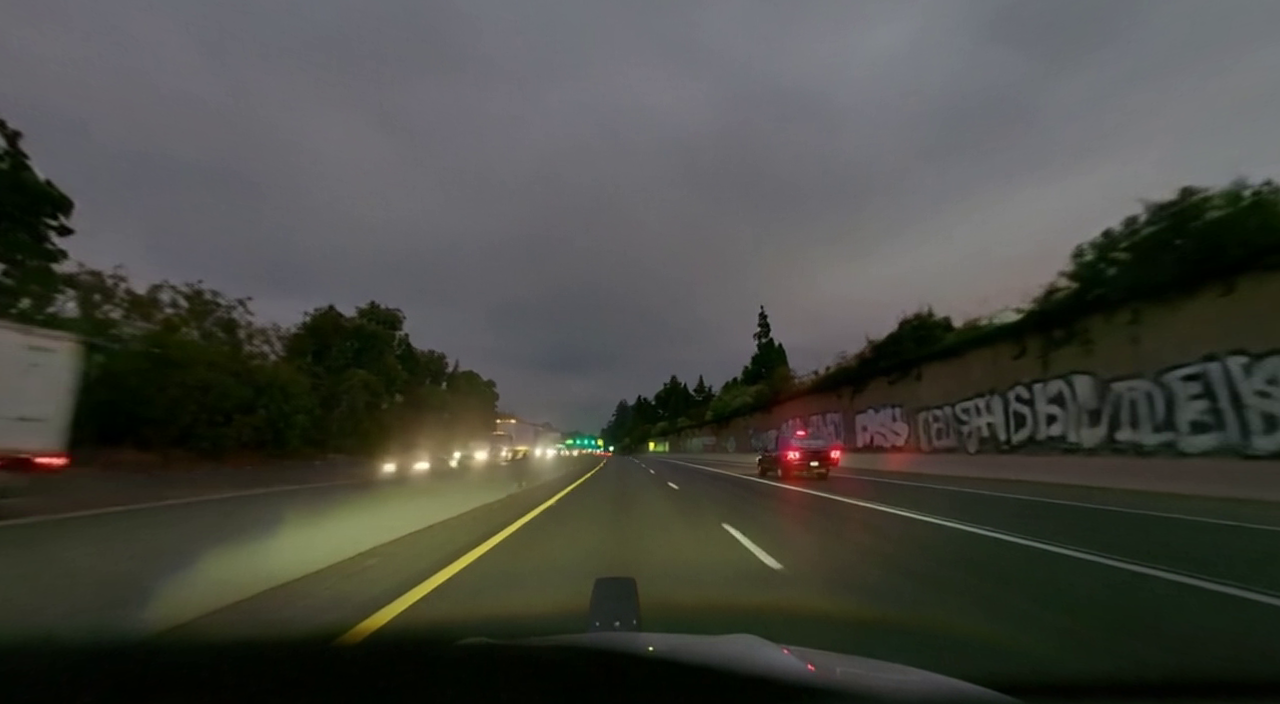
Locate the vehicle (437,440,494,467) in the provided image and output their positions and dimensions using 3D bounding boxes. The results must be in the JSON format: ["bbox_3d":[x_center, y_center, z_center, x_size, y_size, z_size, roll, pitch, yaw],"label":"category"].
[{"bbox_3d":[-10.006,5.868,36.272,2.171,1.486,3.977,0,-9,-1],"label":"vehicle"}]
